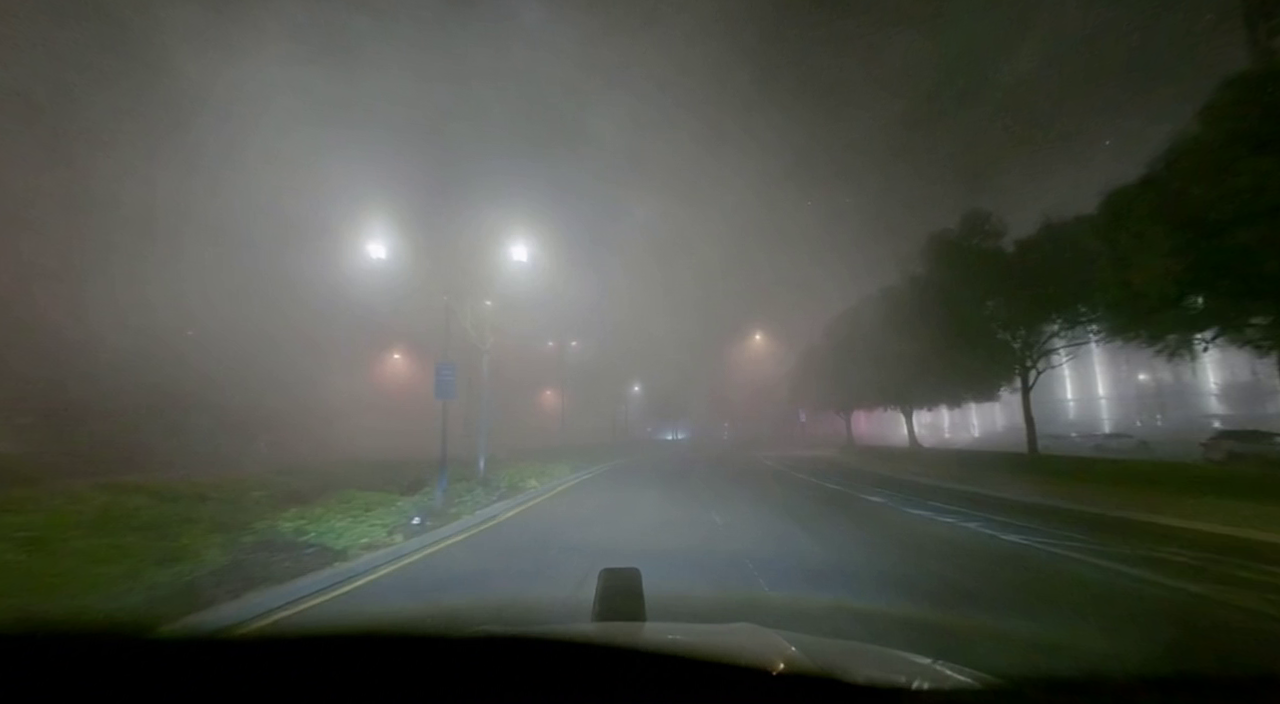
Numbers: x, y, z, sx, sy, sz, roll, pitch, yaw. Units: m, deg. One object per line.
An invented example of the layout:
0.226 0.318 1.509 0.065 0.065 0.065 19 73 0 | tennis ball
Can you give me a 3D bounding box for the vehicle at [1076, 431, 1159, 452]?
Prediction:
33.939 6.392 44.994 4.329 1.466 1.846 0 -9 0 | vehicle
